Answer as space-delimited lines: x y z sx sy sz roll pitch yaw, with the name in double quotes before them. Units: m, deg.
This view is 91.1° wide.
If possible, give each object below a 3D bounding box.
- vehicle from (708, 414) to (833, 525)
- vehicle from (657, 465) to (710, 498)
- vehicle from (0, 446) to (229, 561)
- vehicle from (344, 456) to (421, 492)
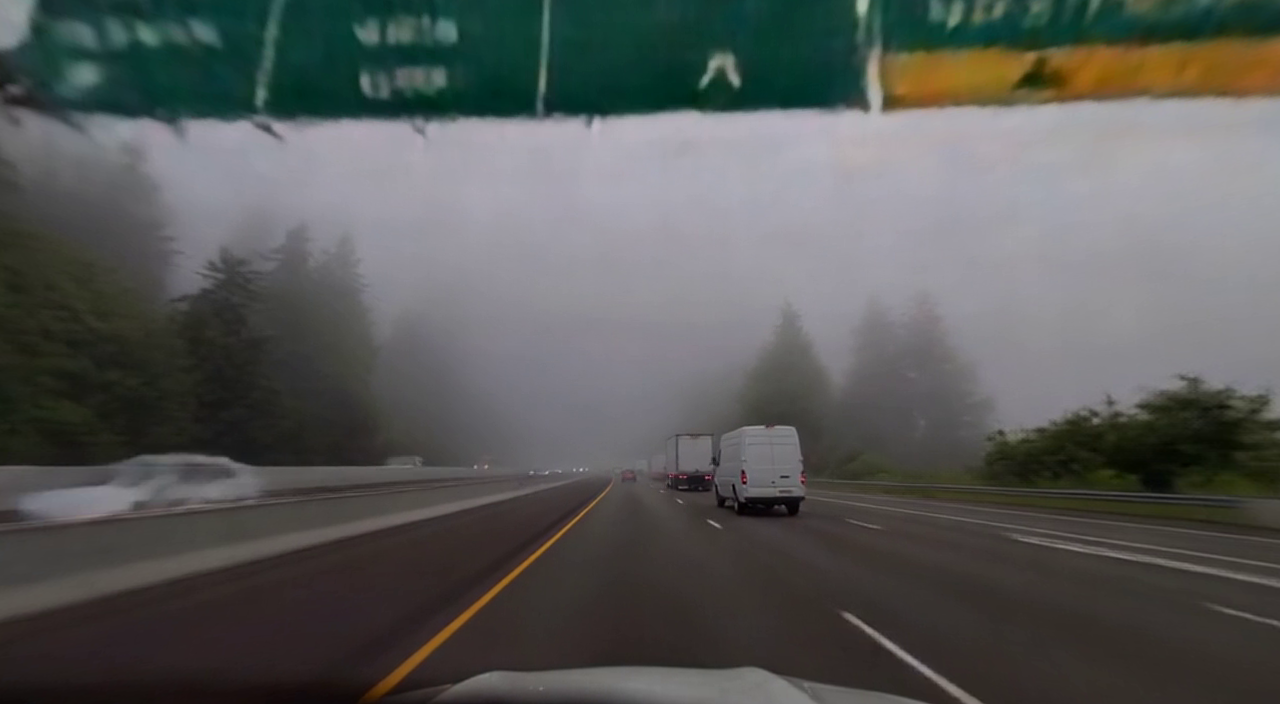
"vehicle" 3.454 3.341 17.969 2.291 2.639 5.280 1 -10 -2
"vehicle" 2.076 6.427 31.386 2.081 1.453 4.300 1 -10 -3
"vehicle" -9.426 2.399 10.504 1.912 1.497 4.625 1 -10 0
"vehicle" -13.619 6.495 33.579 2.017 1.710 4.881 1 -10 0
